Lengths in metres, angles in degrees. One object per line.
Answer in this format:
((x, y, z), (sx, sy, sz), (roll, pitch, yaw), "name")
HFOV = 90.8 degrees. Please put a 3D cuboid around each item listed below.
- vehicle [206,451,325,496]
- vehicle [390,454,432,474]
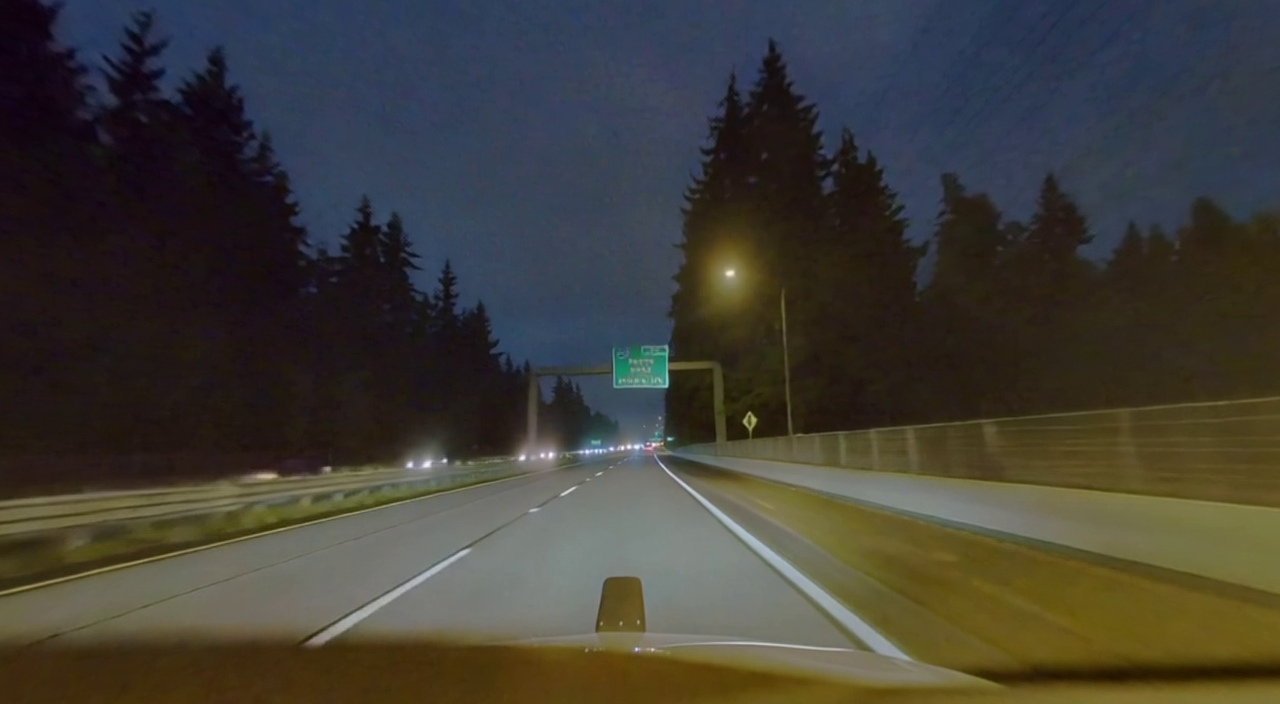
((-13.181, 4.270, 22.498), (1.914, 1.460, 3.730), (0, -9, 0), "vehicle")
((-17.084, 8.366, 47.200), (1.768, 1.425, 3.536), (0, -9, 1), "vehicle")
